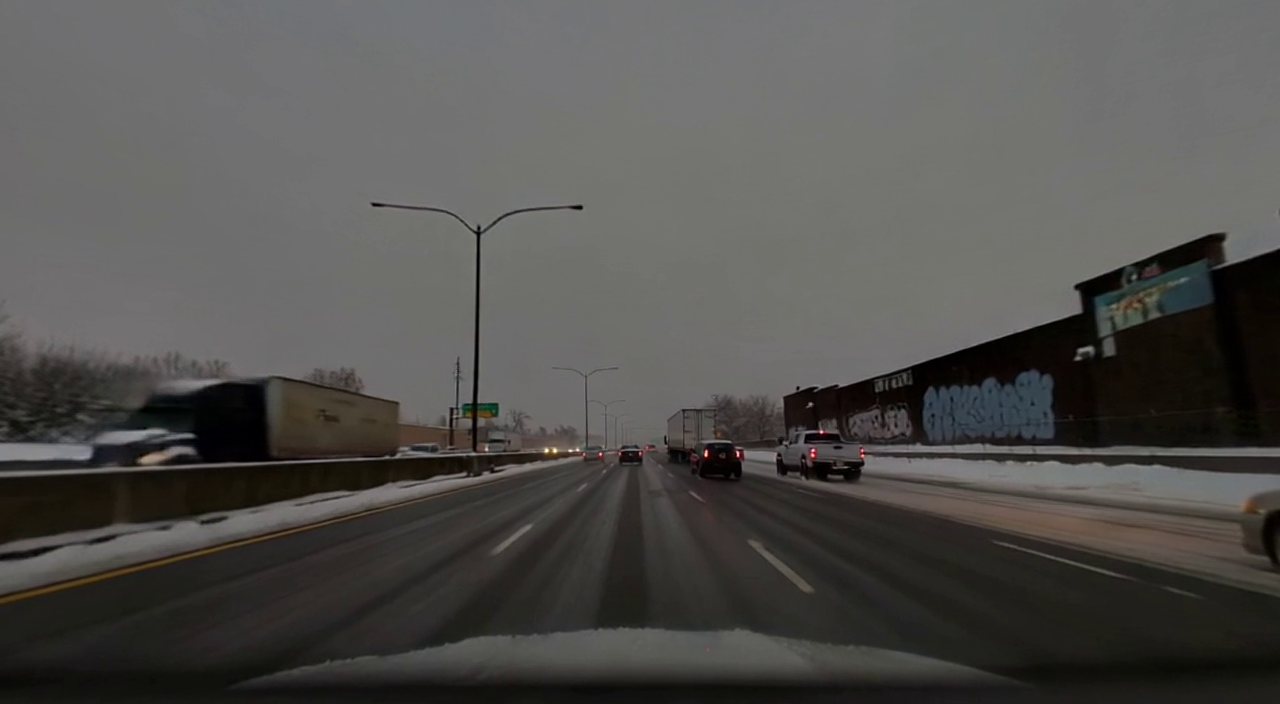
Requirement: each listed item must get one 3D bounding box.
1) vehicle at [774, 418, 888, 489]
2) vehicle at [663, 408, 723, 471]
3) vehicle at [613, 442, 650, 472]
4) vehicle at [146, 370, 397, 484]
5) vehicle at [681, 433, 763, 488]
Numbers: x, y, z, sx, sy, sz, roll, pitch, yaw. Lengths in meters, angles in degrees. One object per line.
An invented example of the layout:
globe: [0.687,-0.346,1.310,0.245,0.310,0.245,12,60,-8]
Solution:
vehicle: [7.147,3.928,24.629,2.322,2.360,6.433,0,-9,-1]
vehicle: [3.422,6.141,43.805,2.976,3.806,10.591,0,-9,-2]
vehicle: [-0.510,6.144,37.112,2.073,1.640,3.990,0,-9,-1]
vehicle: [-14.064,3.303,26.257,3.011,3.586,12.393,0,-9,0]
vehicle: [2.967,4.111,24.228,2.249,1.843,5.176,0,-9,-2]
